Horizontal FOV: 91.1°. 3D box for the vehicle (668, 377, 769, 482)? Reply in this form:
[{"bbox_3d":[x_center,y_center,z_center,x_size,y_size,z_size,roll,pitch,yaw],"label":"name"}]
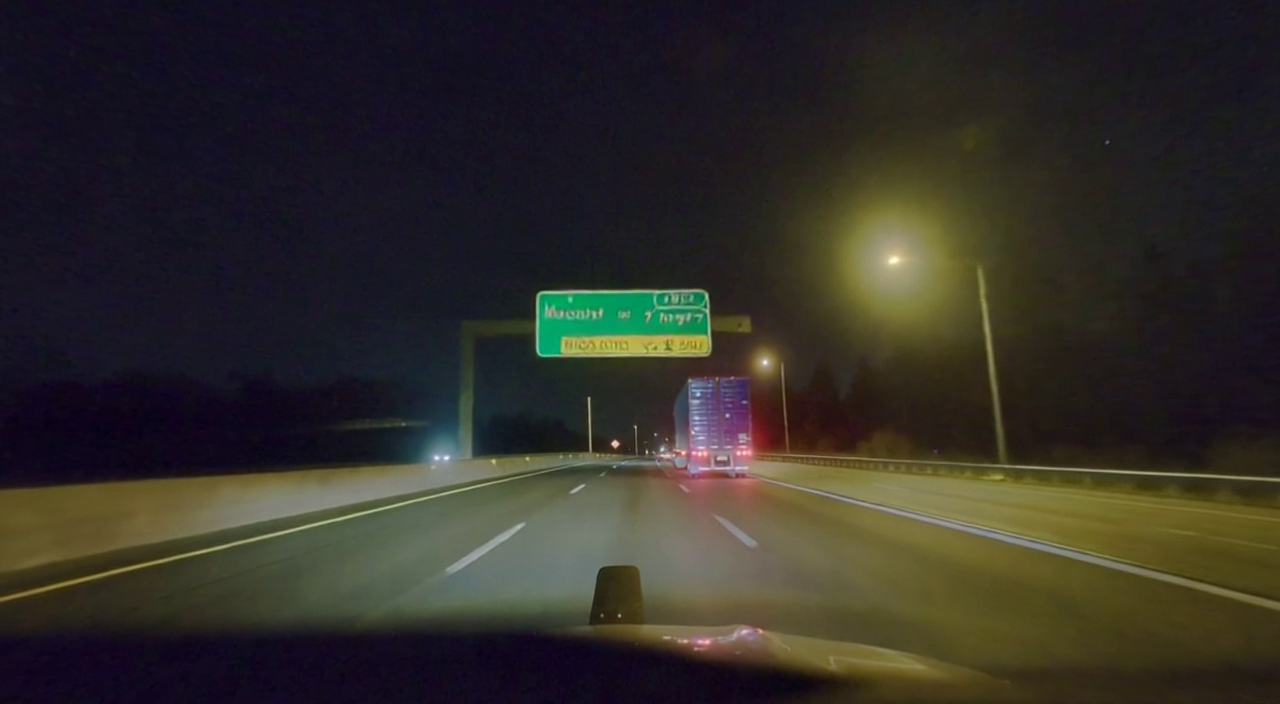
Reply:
[{"bbox_3d":[3.346,4.106,31.619,3.244,4.020,14.561,0,-9,0],"label":"vehicle"}]
